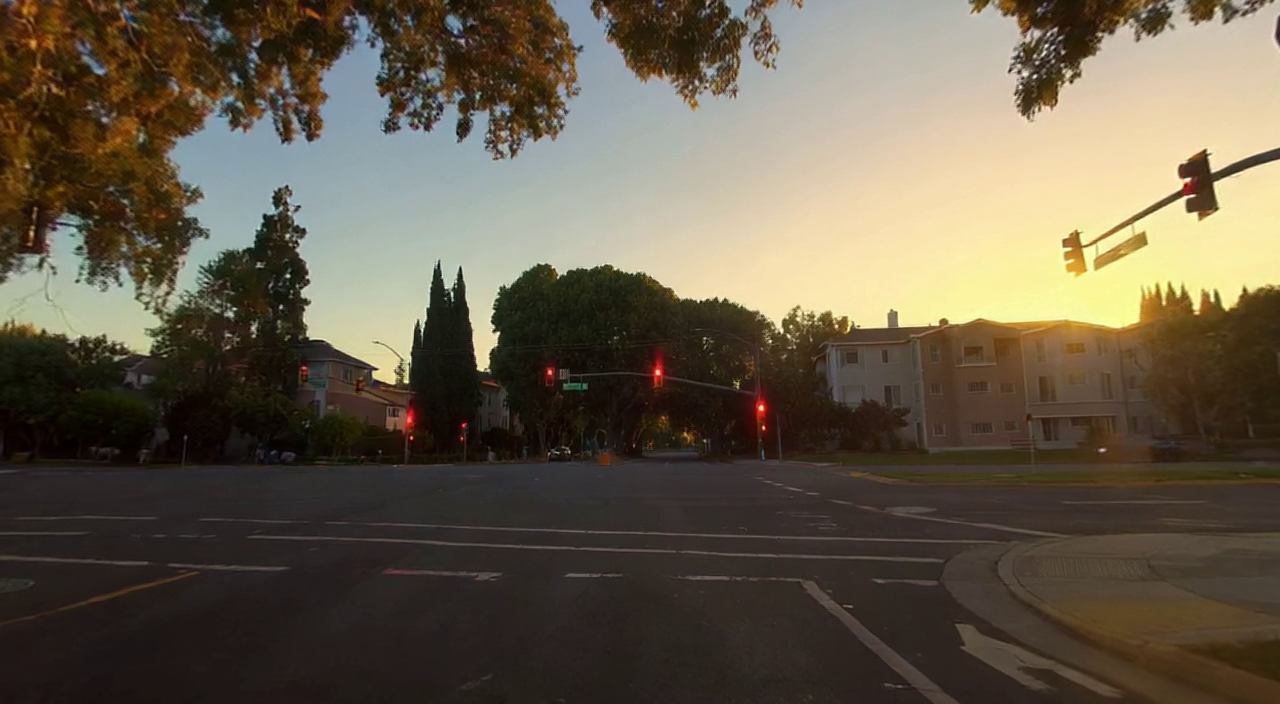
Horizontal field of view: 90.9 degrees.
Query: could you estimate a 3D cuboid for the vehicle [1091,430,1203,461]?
[{"bbox_3d":[25.476,4.736,31.847,3.952,1.468,1.768,-3,-9,22],"label":"vehicle"}]
